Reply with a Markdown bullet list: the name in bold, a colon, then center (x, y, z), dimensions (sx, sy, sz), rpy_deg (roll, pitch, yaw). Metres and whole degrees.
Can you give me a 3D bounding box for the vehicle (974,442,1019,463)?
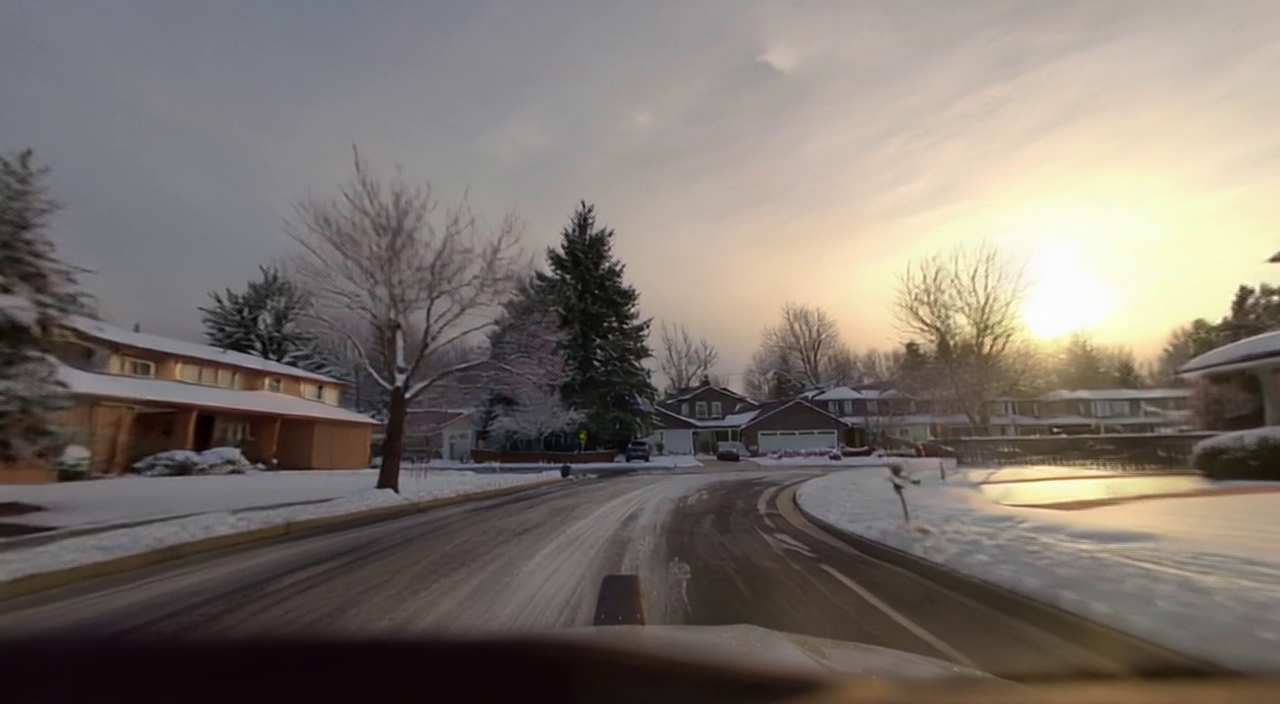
- **vehicle**: center (27.565, 7.798, 48.988), dimensions (1.873, 1.556, 4.216), rpy_deg (-2, -9, 14)
